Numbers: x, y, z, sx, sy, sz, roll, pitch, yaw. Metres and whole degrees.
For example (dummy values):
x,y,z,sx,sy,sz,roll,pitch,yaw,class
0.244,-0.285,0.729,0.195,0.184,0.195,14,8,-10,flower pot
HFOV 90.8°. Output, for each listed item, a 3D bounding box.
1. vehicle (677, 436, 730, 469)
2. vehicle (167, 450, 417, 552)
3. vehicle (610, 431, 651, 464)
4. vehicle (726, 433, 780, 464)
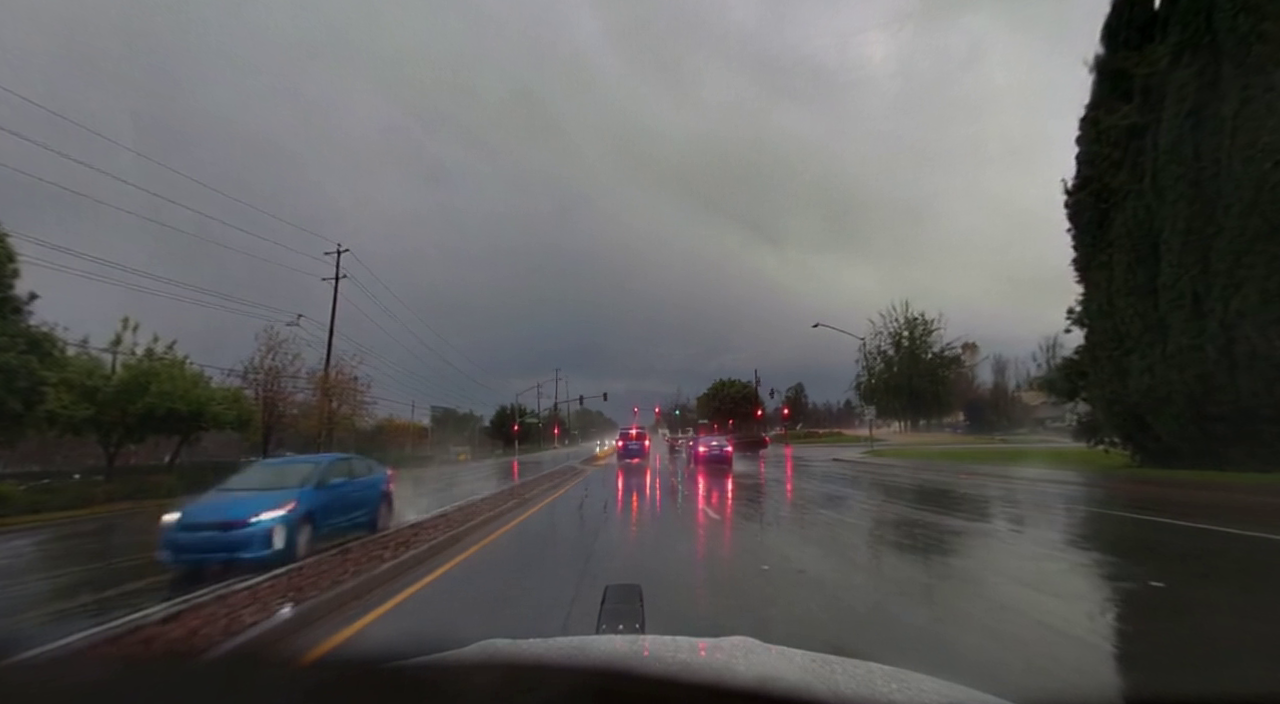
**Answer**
x,y,z,sx,sy,sz,roll,pitch,yaw,class
2.970,4.830,30.607,1.984,1.462,4.513,0,-8,-2,vehicle
-6.065,2.606,11.819,2.157,1.483,4.397,0,-8,0,vehicle
-0.563,5.659,37.496,2.300,1.821,4.254,0,-8,-1,vehicle
6.508,5.615,36.974,2.198,1.678,4.419,0,-8,-2,vehicle
